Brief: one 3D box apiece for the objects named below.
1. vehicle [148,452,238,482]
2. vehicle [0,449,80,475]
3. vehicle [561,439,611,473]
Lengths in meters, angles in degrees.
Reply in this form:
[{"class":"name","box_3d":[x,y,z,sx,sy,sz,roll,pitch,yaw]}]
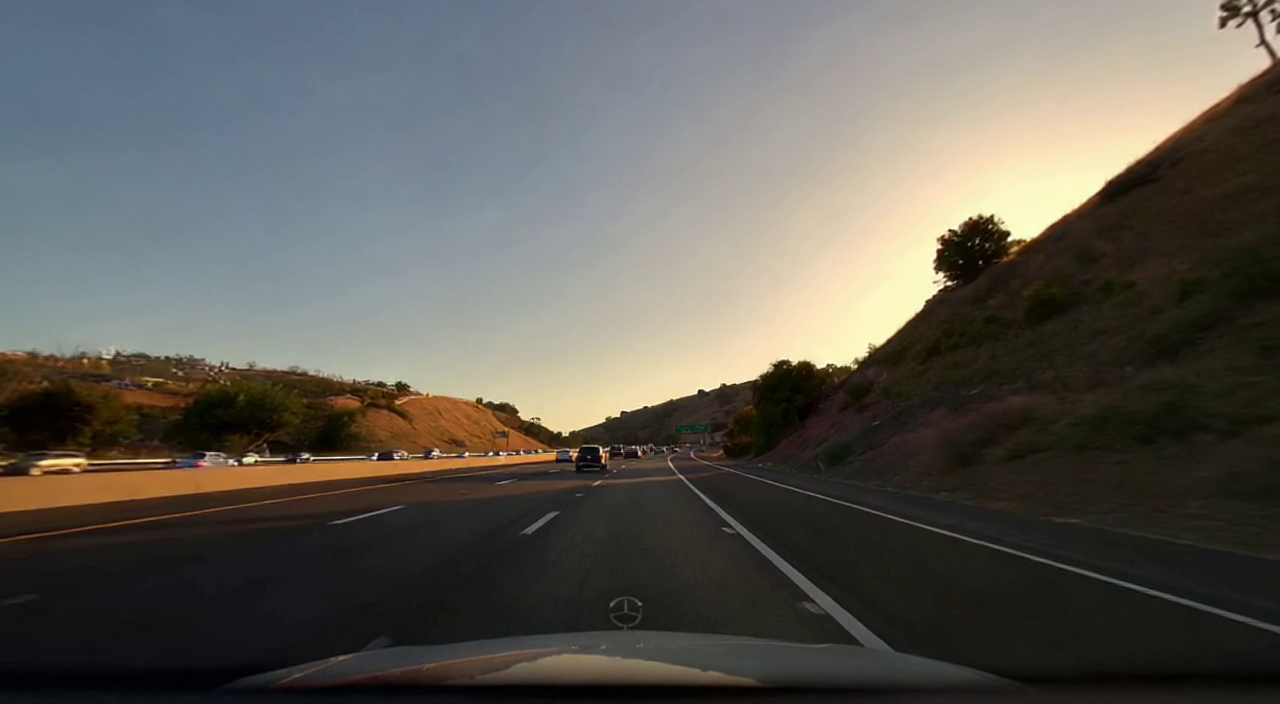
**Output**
[{"class":"vehicle","box_3d":[-27.165,6.961,38.340,2.016,1.671,4.537,0,-8,2]},{"class":"vehicle","box_3d":[-46.948,8.418,48.206,2.232,1.818,6.001,0,-8,1]},{"class":"vehicle","box_3d":[-3.150,6.226,37.964,2.413,1.896,5.218,0,-8,1]}]
